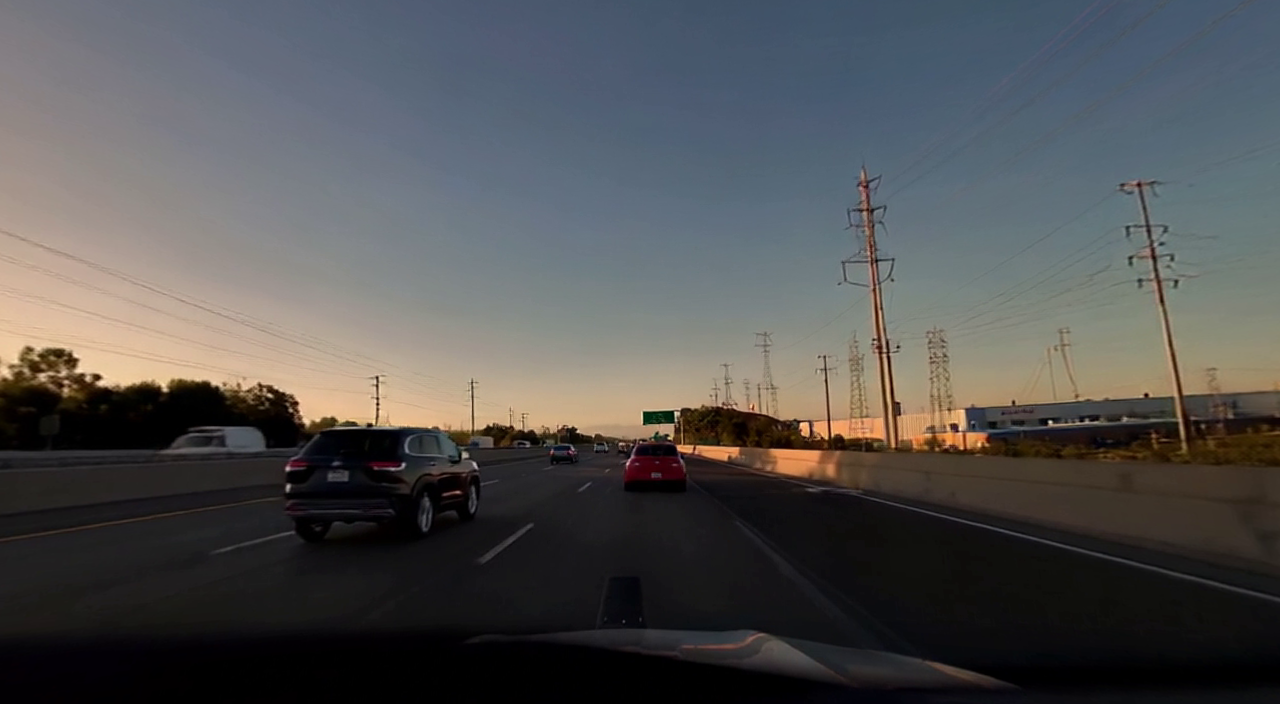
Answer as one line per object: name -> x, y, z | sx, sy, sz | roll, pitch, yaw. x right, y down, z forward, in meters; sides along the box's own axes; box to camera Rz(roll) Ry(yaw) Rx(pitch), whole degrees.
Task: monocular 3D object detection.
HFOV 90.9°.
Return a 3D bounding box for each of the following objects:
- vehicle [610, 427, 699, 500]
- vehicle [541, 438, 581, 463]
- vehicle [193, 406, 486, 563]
vehicle -> 0.352, 2.970, 17.221 | 2.134, 1.733, 4.049 | 0, -8, 0
vehicle -> -5.909, 7.439, 47.800 | 2.220, 1.841, 4.516 | 0, -8, 2
vehicle -> -3.941, 1.814, 9.375 | 2.125, 1.764, 4.393 | 0, -8, 1
